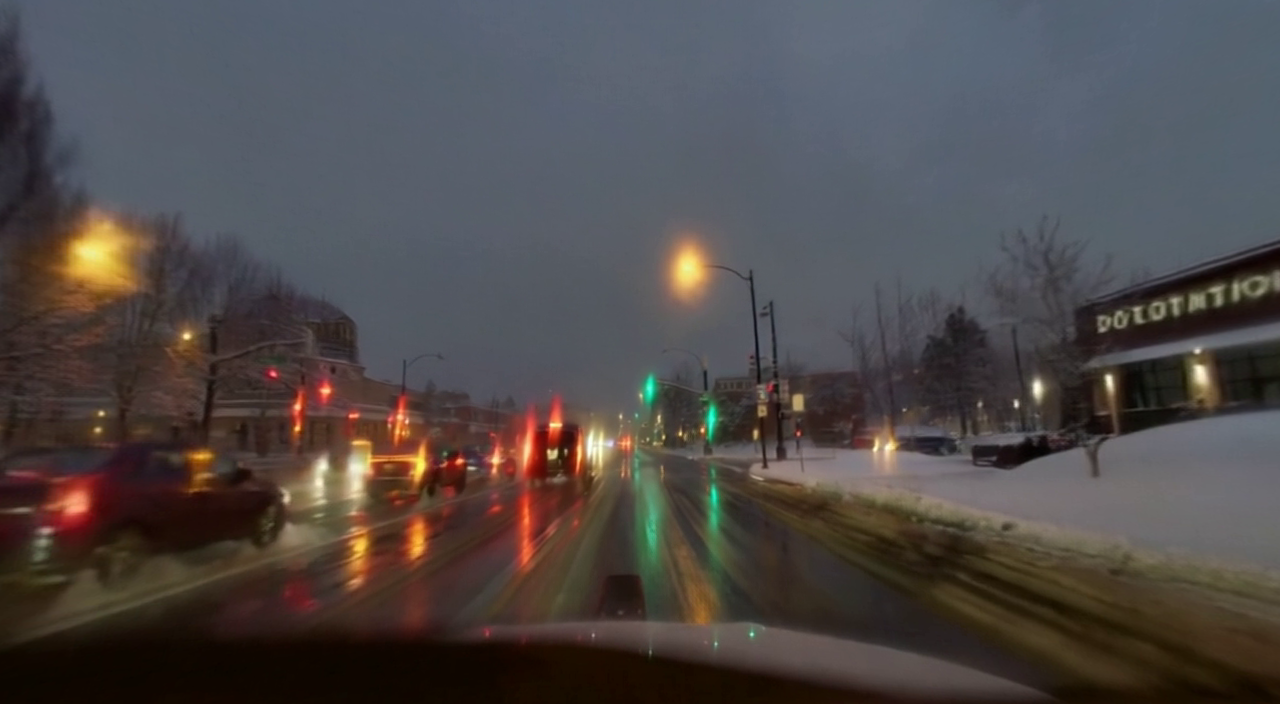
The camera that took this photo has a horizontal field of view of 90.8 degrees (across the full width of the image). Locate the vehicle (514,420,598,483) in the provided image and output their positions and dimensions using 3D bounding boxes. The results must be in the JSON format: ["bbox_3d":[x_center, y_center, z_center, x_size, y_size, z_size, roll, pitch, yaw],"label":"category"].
[{"bbox_3d":[-3.074,3.812,24.495,2.496,2.155,5.468,0,-8,0],"label":"vehicle"}]

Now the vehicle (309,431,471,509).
[{"bbox_3d":[-6.024,2.884,15.983,2.228,1.652,4.593,0,-8,0],"label":"vehicle"}]

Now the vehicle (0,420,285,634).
[{"bbox_3d":[-5.692,1.566,6.567,1.889,1.572,3.599,0,-8,0],"label":"vehicle"}]
